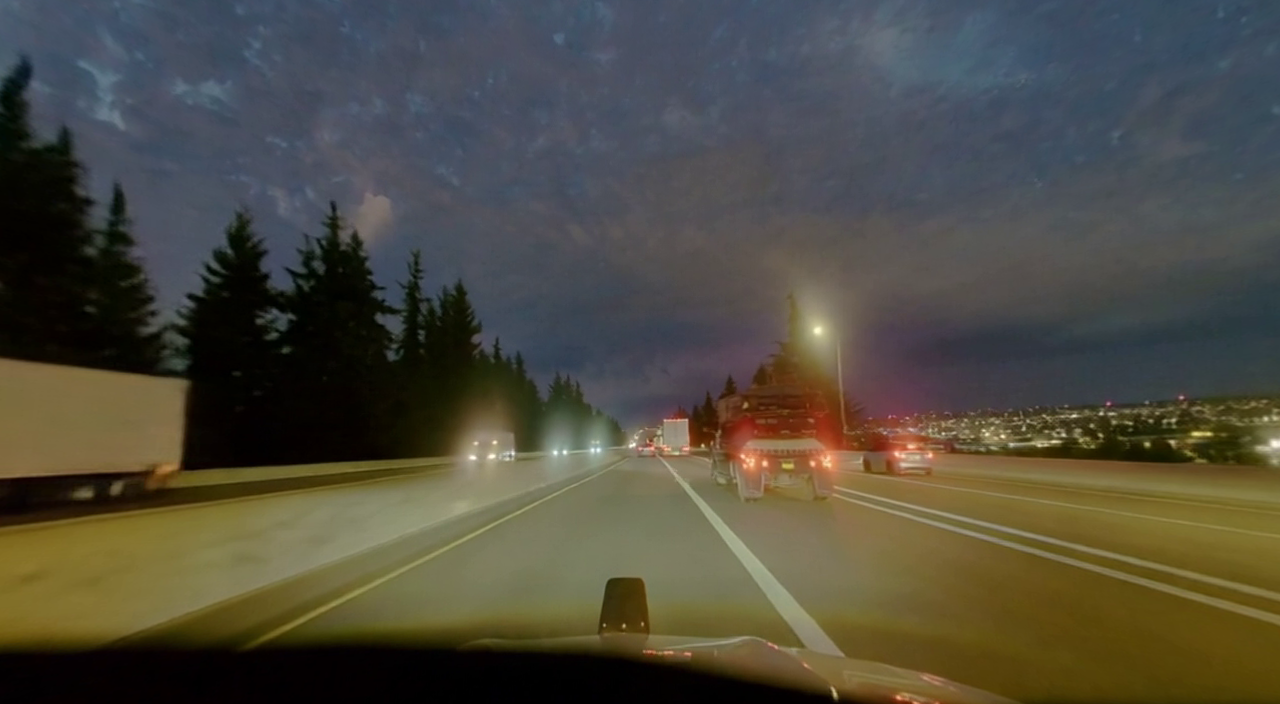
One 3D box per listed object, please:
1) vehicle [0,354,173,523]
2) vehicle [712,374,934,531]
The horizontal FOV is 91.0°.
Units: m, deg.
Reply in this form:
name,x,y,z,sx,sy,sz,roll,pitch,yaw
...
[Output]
name,x,y,z,sx,sy,sz,roll,pitch,yaw
vehicle,-16.877,1.869,13.727,2.848,4.037,13.496,0,-8,1
vehicle,3.214,2.016,13.042,2.677,2.439,6.402,0,-8,0
